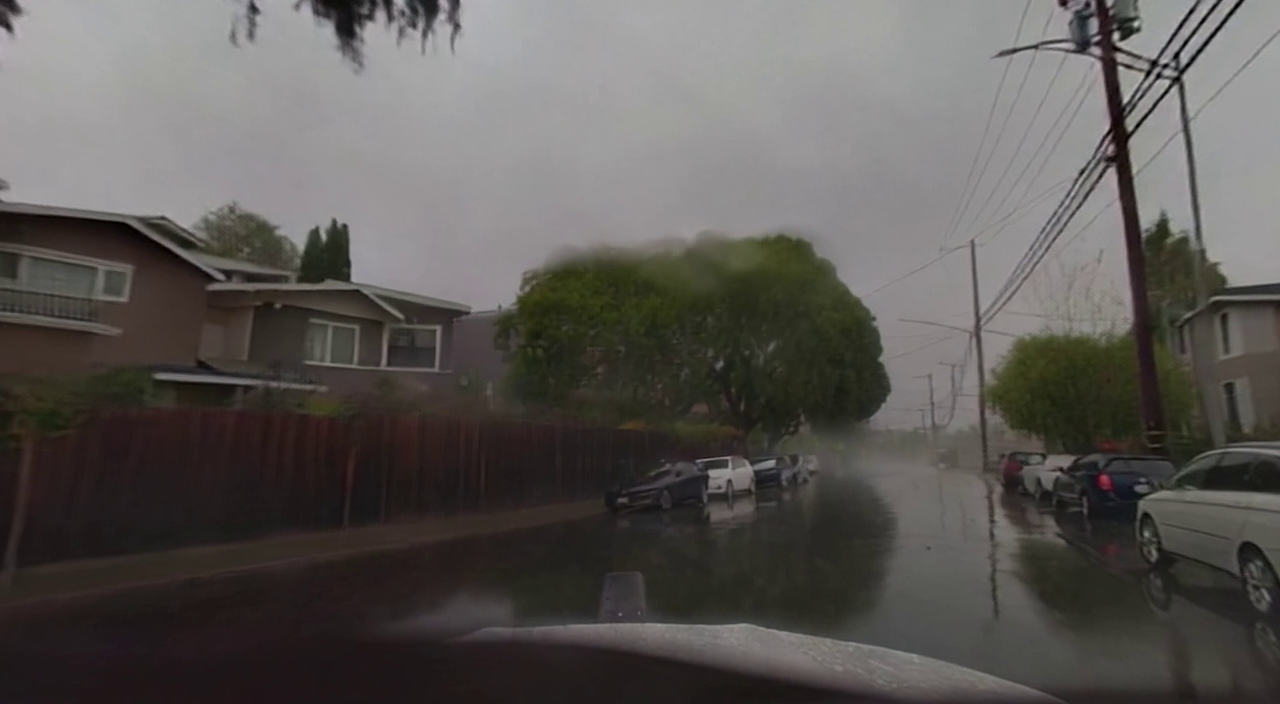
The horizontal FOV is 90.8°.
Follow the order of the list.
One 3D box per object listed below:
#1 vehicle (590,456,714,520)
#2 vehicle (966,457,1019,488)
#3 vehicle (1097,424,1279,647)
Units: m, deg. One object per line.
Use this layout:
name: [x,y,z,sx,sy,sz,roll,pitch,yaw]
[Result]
vehicle: [0.501,3.728,17.905,1.930,1.478,4.731,-4,-9,22]
vehicle: [19.037,6.475,34.271,1.979,1.480,4.500,-4,-9,23]
vehicle: [6.769,1.618,6.330,2.439,1.670,4.631,-4,-9,23]
